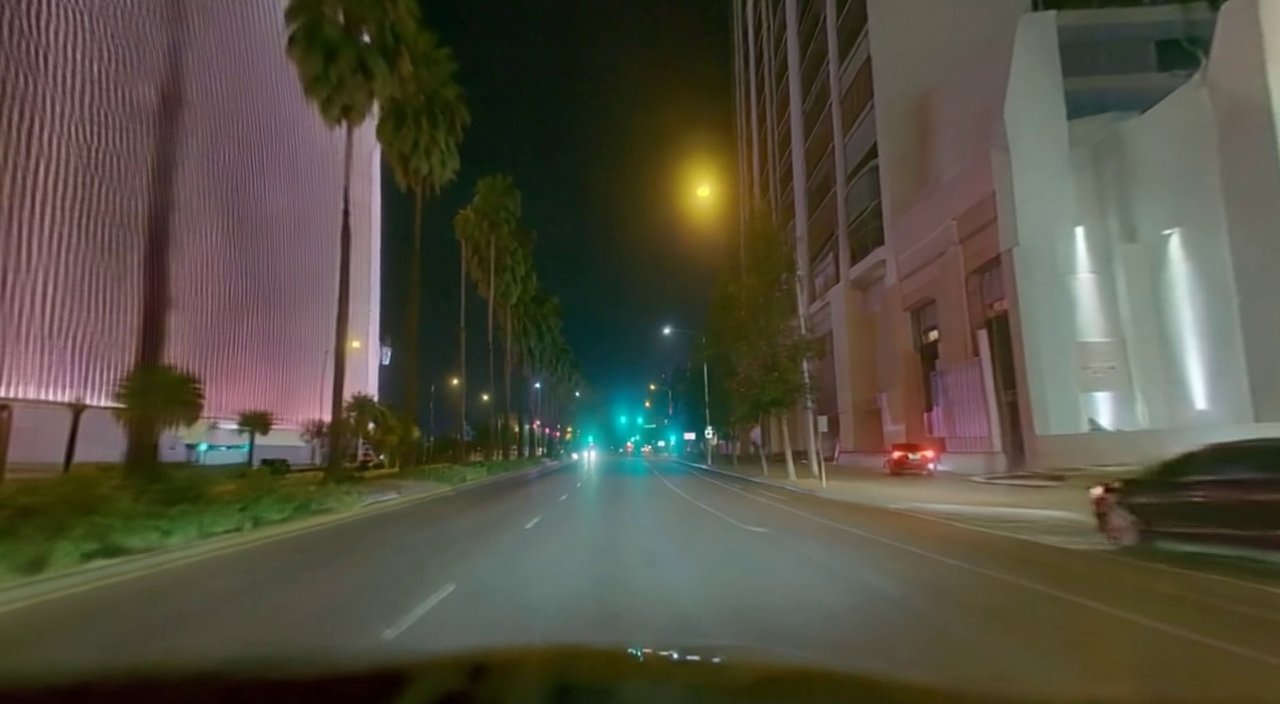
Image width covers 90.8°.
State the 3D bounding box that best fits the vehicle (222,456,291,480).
[{"bbox_3d":[-25.341,7.663,41.945,2.080,1.457,4.424,0,-9,-4],"label":"vehicle"}]

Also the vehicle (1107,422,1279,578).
[{"bbox_3d":[7.143,1.400,5.943,1.919,1.499,4.779,-1,-9,2],"label":"vehicle"}]
